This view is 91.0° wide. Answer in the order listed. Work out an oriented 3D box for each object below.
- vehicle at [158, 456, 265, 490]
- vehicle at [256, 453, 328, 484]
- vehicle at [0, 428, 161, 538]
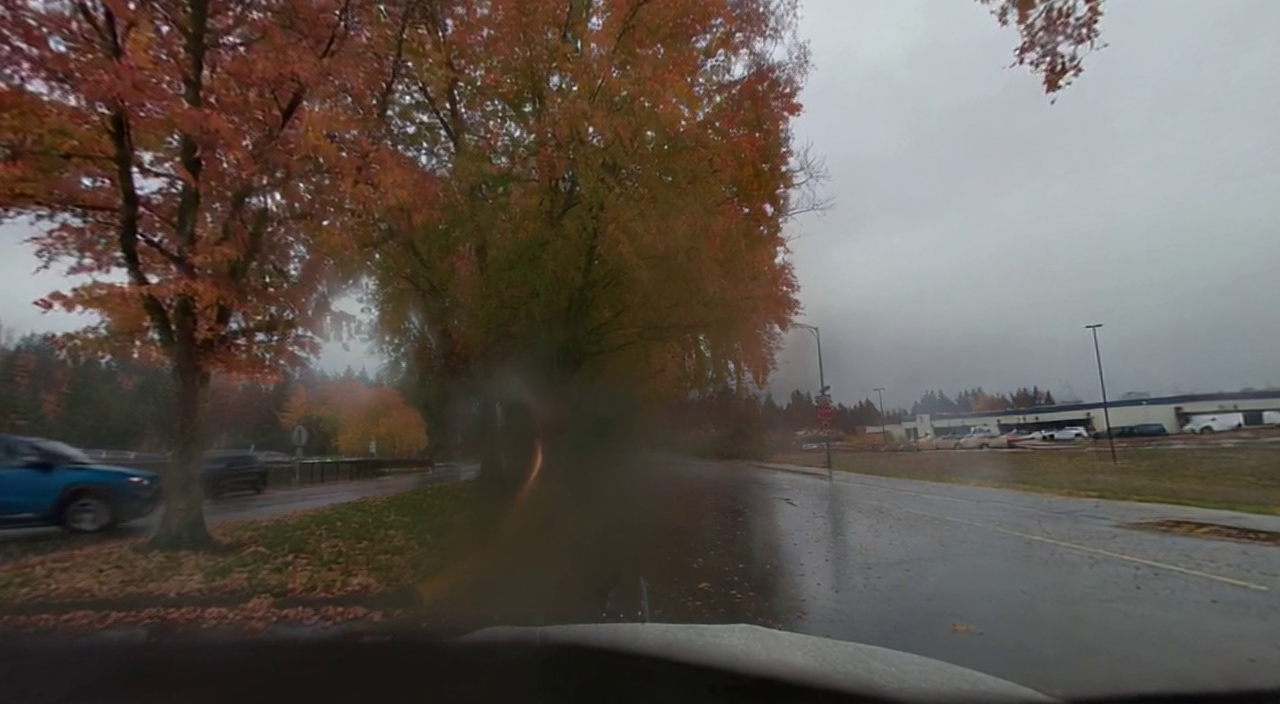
[{"bbox_3d":[-23.639,6.652,34.880,1.907,1.644,4.410,-7,-11,37],"label":"vehicle"},{"bbox_3d":[-21.194,7.075,38.417,1.902,1.720,3.248,-6,-10,33],"label":"vehicle"},{"bbox_3d":[-13.050,2.519,12.282,5.607,2.012,2.284,6,-10,-33],"label":"vehicle"}]
